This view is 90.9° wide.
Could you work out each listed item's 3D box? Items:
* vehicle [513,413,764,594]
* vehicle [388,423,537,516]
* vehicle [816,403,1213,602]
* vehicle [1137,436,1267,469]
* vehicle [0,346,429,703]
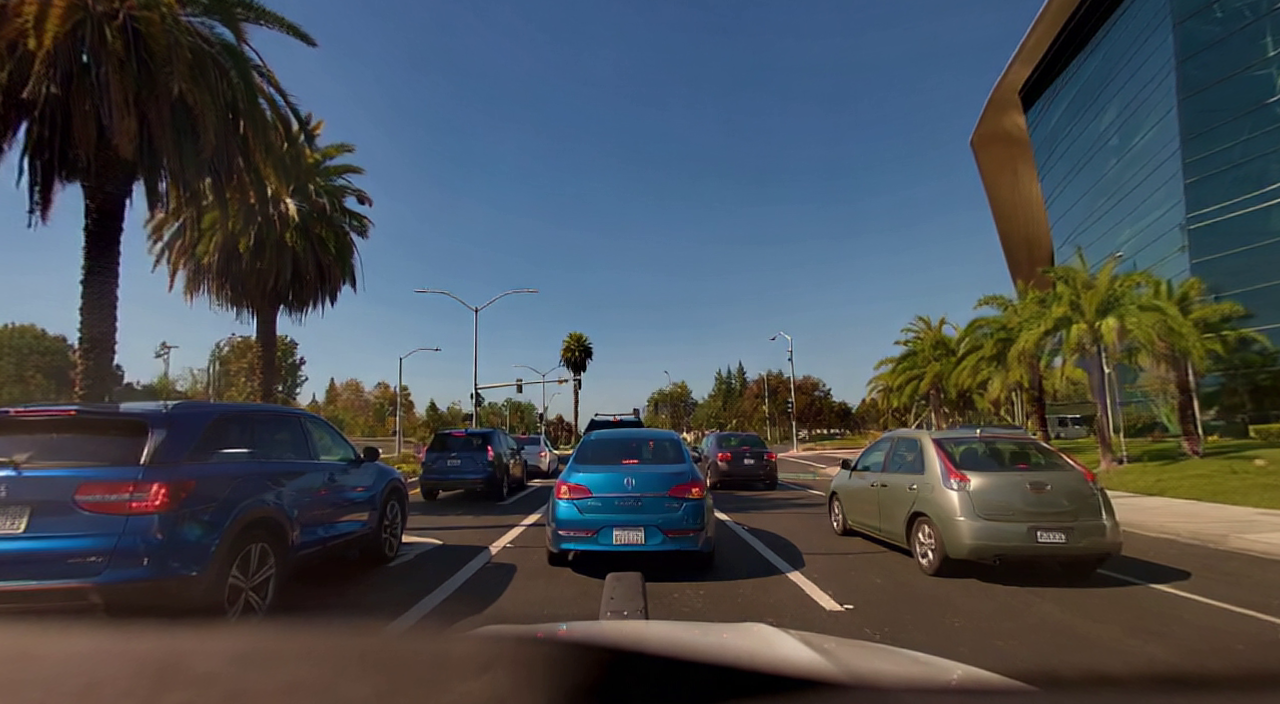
[{"bbox_3d":[-0.053,1.664,7.819,2.219,1.586,4.321,0,-8,-1],"label":"vehicle"},{"bbox_3d":[-3.462,2.360,13.075,1.917,1.631,3.768,0,-8,1],"label":"vehicle"},{"bbox_3d":[3.840,1.620,7.686,2.064,1.696,4.431,0,-8,0],"label":"vehicle"},{"bbox_3d":[25.453,4.553,28.649,4.014,1.417,1.777,-1,-8,5],"label":"vehicle"},{"bbox_3d":[-3.534,1.168,5.309,2.014,1.775,4.404,0,-8,-1],"label":"vehicle"}]
